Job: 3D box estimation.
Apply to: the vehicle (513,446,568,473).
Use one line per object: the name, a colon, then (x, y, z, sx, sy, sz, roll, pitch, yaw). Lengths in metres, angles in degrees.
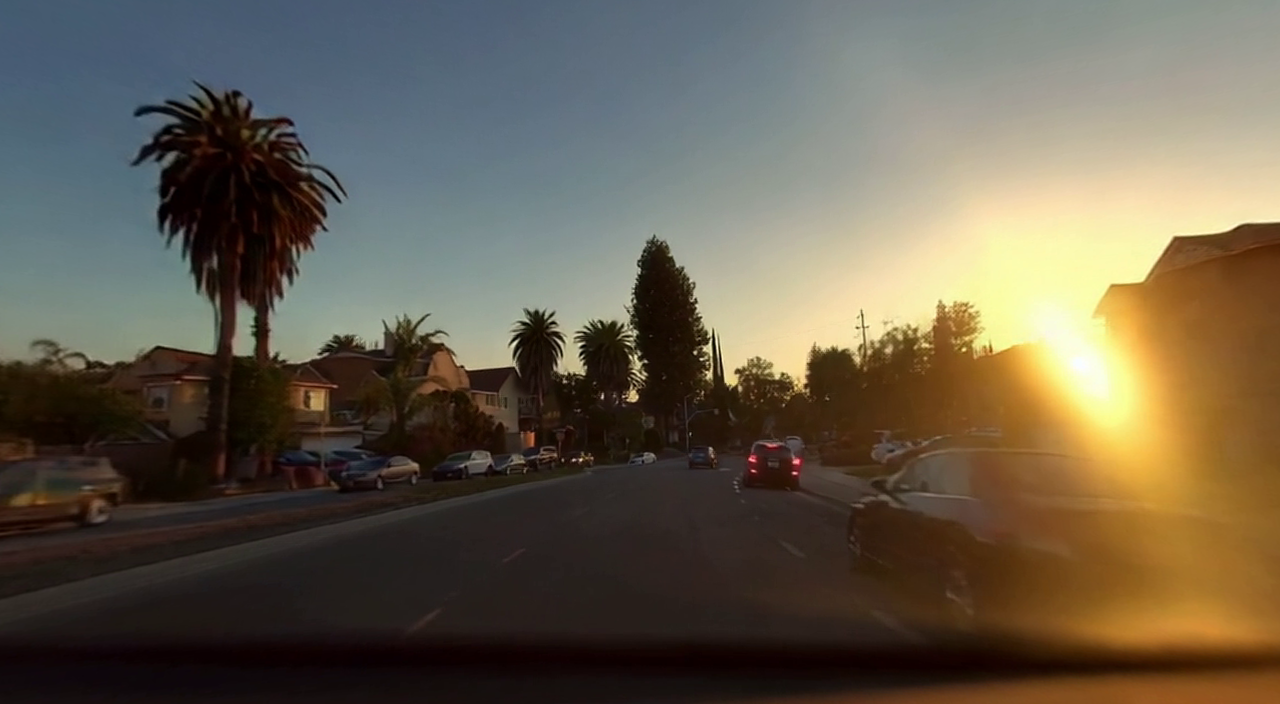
vehicle: (-7.649, 8.359, 49.307, 2.051, 1.957, 5.968, -2, -9, 14)

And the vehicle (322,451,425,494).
vehicle: (-11.963, 5.424, 28.782, 1.967, 1.736, 4.730, -2, -9, 10)

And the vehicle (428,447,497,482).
vehicle: (-10.466, 6.653, 37.712, 2.081, 1.948, 4.821, -1, -9, 9)

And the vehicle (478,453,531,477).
vehicle: (-9.192, 7.726, 43.266, 1.786, 1.488, 4.518, -2, -9, 12)

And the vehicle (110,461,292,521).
vehicle: (-13.093, 4.132, 19.314, 1.866, 1.501, 4.681, -1, -9, 5)

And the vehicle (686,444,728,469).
vehicle: (4.274, 6.571, 39.785, 2.035, 1.474, 4.284, -2, -9, 14)

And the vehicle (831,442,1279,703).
vehicle: (3.415, 1.556, 5.693, 2.037, 1.425, 4.621, 0, -9, 1)

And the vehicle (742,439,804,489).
vehicle: (4.964, 4.185, 23.940, 2.043, 1.692, 4.581, -2, -9, 10)

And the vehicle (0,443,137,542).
vehicle: (-13.541, 2.902, 13.010, 2.131, 1.902, 4.924, -3, -9, 3)
